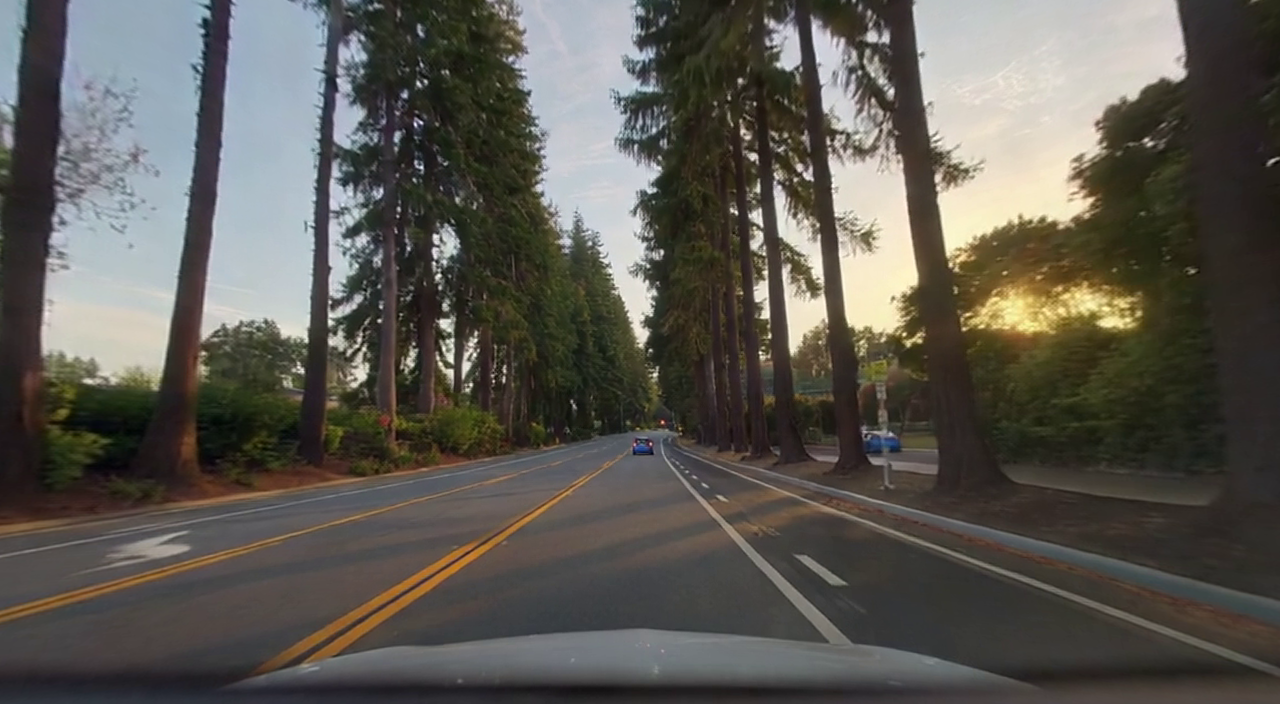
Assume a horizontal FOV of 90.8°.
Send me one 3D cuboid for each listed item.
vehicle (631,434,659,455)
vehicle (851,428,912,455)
[{"bbox_3d":[0.420,7.018,47.759,2.067,1.486,3.861,0,-9,1],"label":"vehicle"},{"bbox_3d":[13.938,5.188,36.736,1.762,1.479,4.546,0,-8,1],"label":"vehicle"}]
